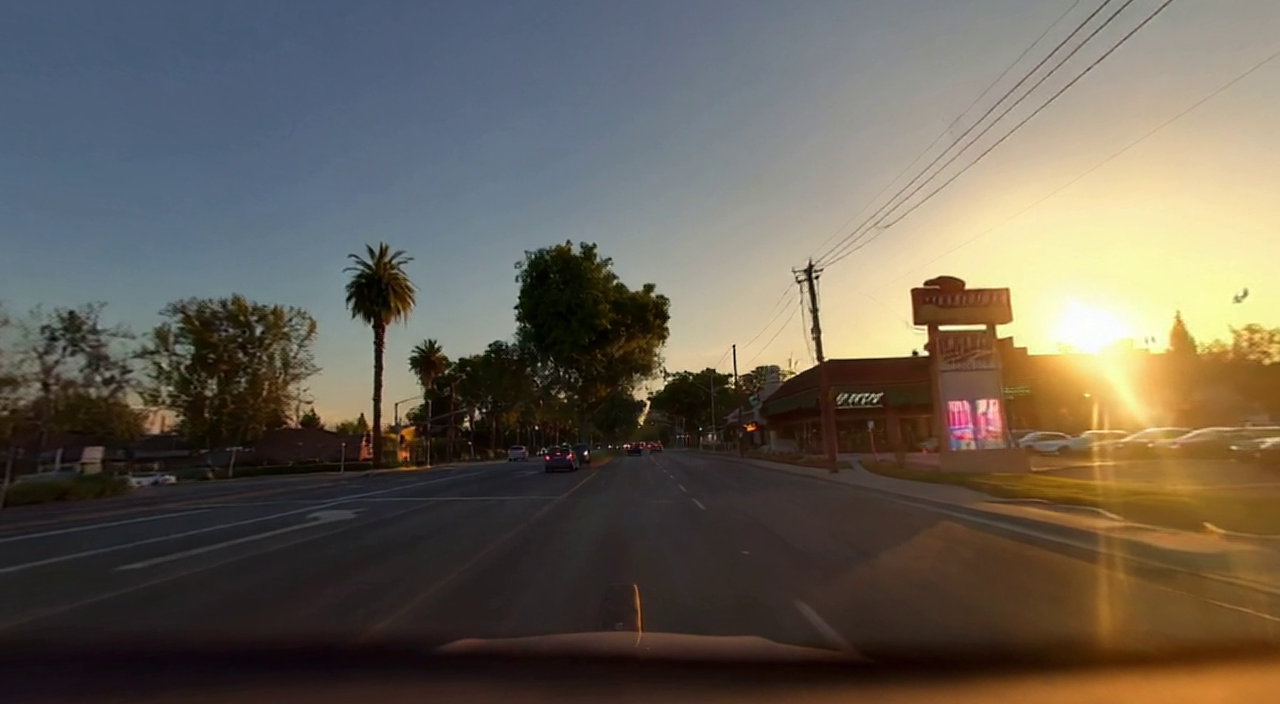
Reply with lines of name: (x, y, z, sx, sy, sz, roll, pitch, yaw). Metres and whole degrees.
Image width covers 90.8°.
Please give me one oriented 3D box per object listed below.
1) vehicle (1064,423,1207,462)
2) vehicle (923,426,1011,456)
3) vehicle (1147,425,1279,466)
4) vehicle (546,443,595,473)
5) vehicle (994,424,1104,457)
vehicle: (21.450, 3.988, 27.635, 4.505, 1.584, 2.015, -5, -10, 27)
vehicle: (20.860, 5.708, 40.413, 4.753, 1.809, 2.016, -5, -9, 28)
vehicle: (22.436, 3.547, 23.904, 4.620, 1.445, 1.909, -5, -10, 26)
vehicle: (-3.649, 5.680, 34.030, 2.181, 1.483, 4.123, 0, -9, 0)
vehicle: (21.656, 4.750, 33.695, 4.600, 1.677, 1.980, -5, -10, 26)
